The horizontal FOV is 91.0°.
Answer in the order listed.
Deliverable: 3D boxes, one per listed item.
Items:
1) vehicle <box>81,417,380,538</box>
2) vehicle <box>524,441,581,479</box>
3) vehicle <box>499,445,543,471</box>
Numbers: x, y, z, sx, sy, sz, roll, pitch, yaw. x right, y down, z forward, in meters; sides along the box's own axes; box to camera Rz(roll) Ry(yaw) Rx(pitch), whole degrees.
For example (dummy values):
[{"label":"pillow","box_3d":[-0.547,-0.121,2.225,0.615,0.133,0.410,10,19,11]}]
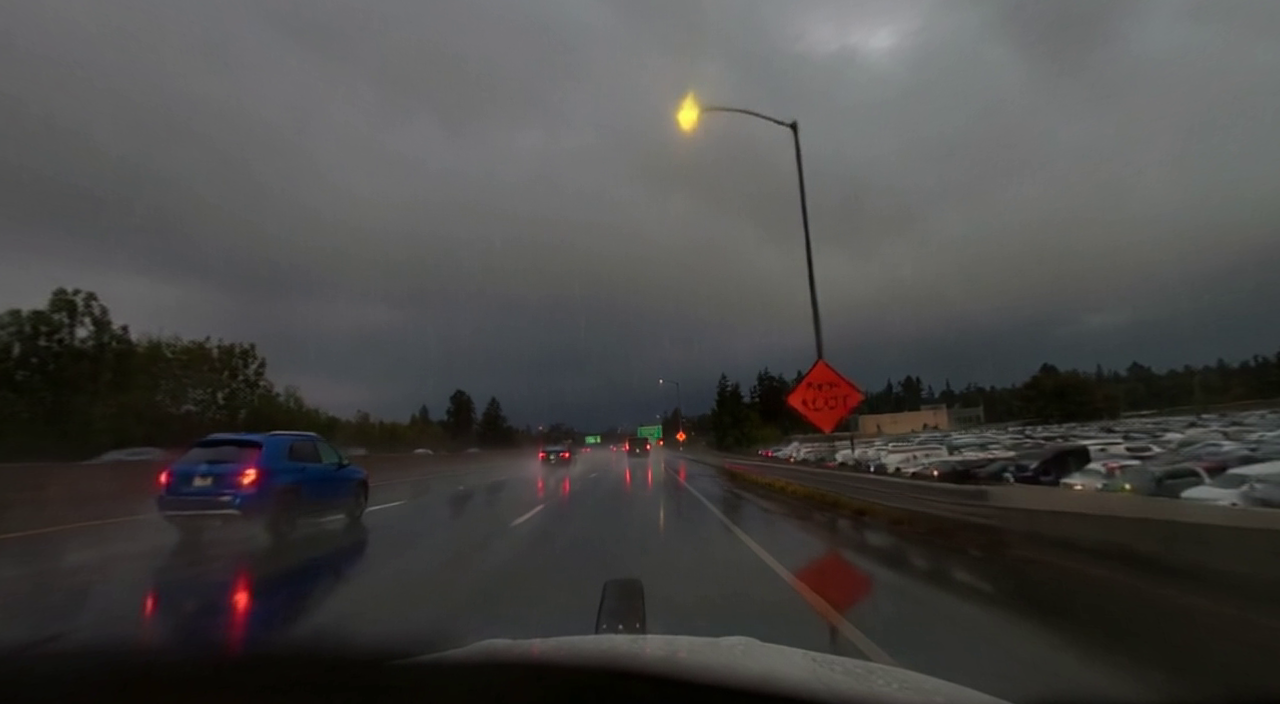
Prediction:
[{"label":"vehicle","box_3d":[-7.335,2.315,12.299,2.159,1.807,5.422,0,-9,0]},{"label":"vehicle","box_3d":[-4.063,5.096,29.984,2.070,1.665,4.213,0,-9,1]},{"label":"vehicle","box_3d":[-7.681,6.856,40.914,1.991,1.538,4.360,0,-9,0]}]
